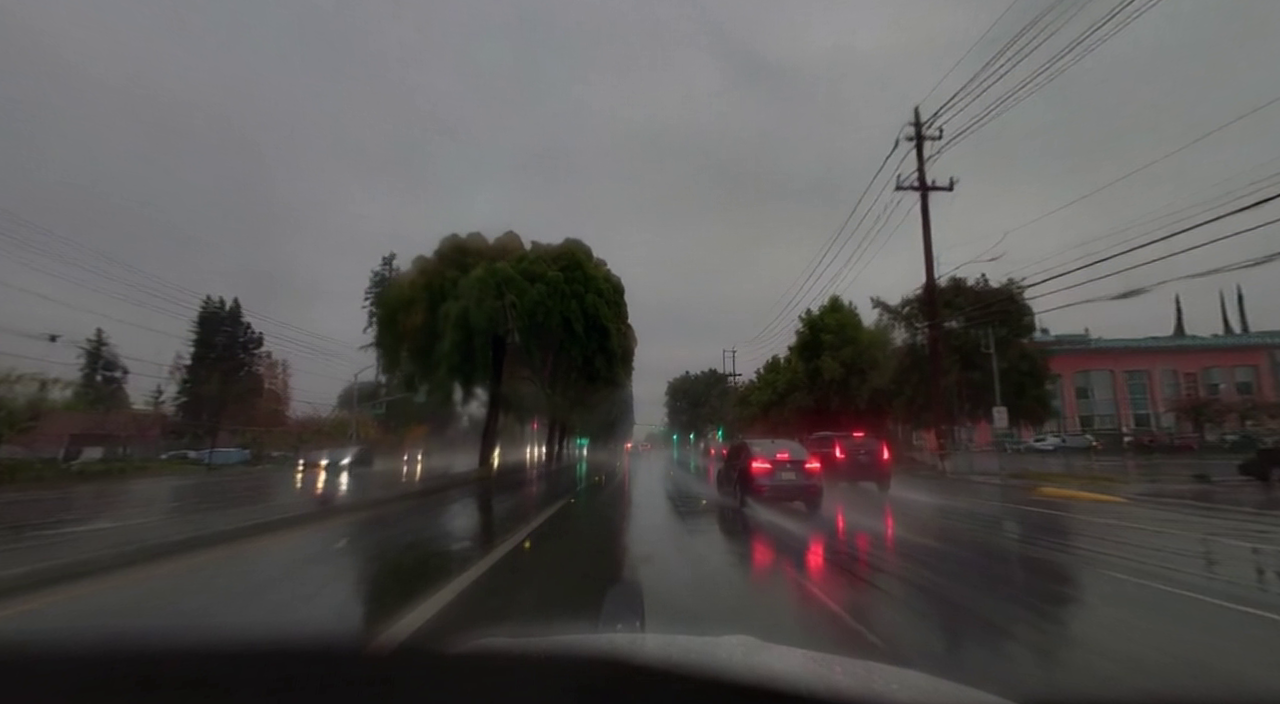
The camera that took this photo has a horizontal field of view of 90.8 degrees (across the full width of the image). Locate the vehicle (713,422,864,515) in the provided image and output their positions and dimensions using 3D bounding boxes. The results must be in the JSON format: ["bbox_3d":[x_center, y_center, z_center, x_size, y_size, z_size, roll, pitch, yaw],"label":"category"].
[{"bbox_3d":[2.987,2.469,13.823,2.128,1.699,4.222,0,-8,-2],"label":"vehicle"}]

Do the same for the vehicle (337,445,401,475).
[{"bbox_3d":[-16.479,6.565,38.690,1.933,1.677,4.400,0,-8,1],"label":"vehicle"}]

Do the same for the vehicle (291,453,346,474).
[{"bbox_3d":[-24.297,8.400,47.865,1.828,1.470,4.512,0,-8,0],"label":"vehicle"}]
